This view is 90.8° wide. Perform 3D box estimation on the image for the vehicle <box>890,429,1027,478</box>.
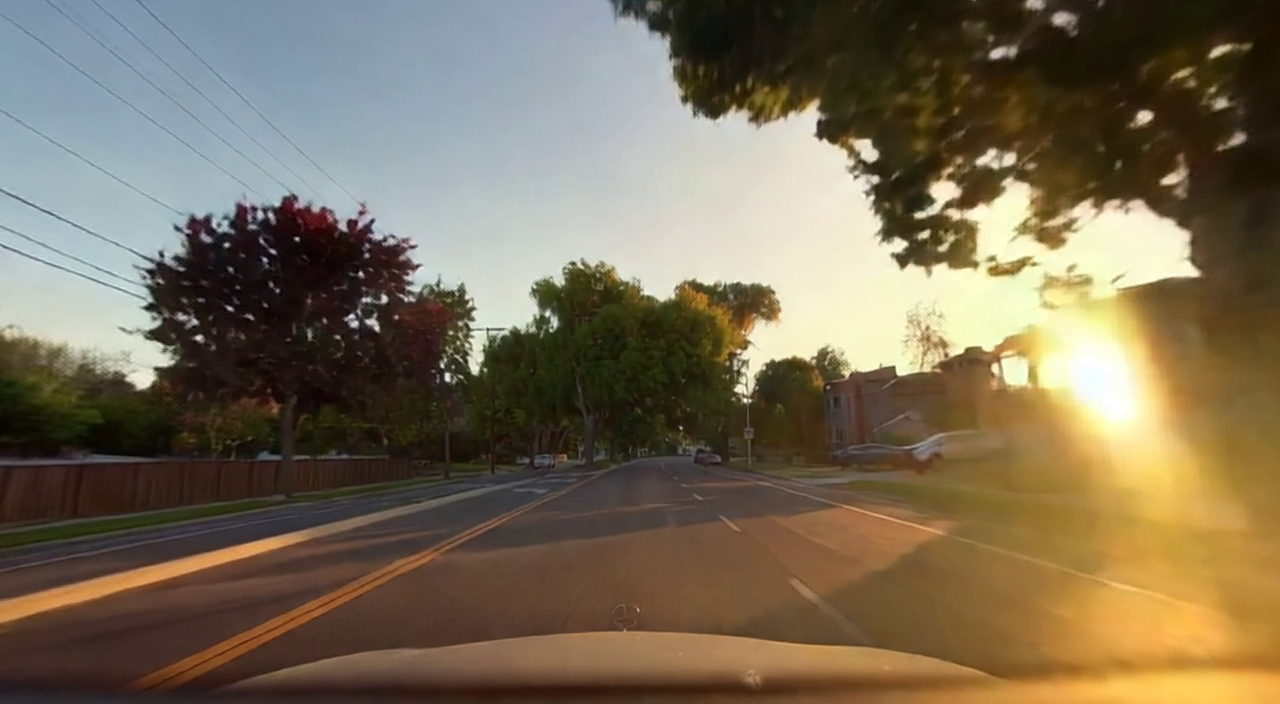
[{"bbox_3d":[13.530,4.359,27.094,4.711,1.979,2.019,-1,-9,4],"label":"vehicle"}]
